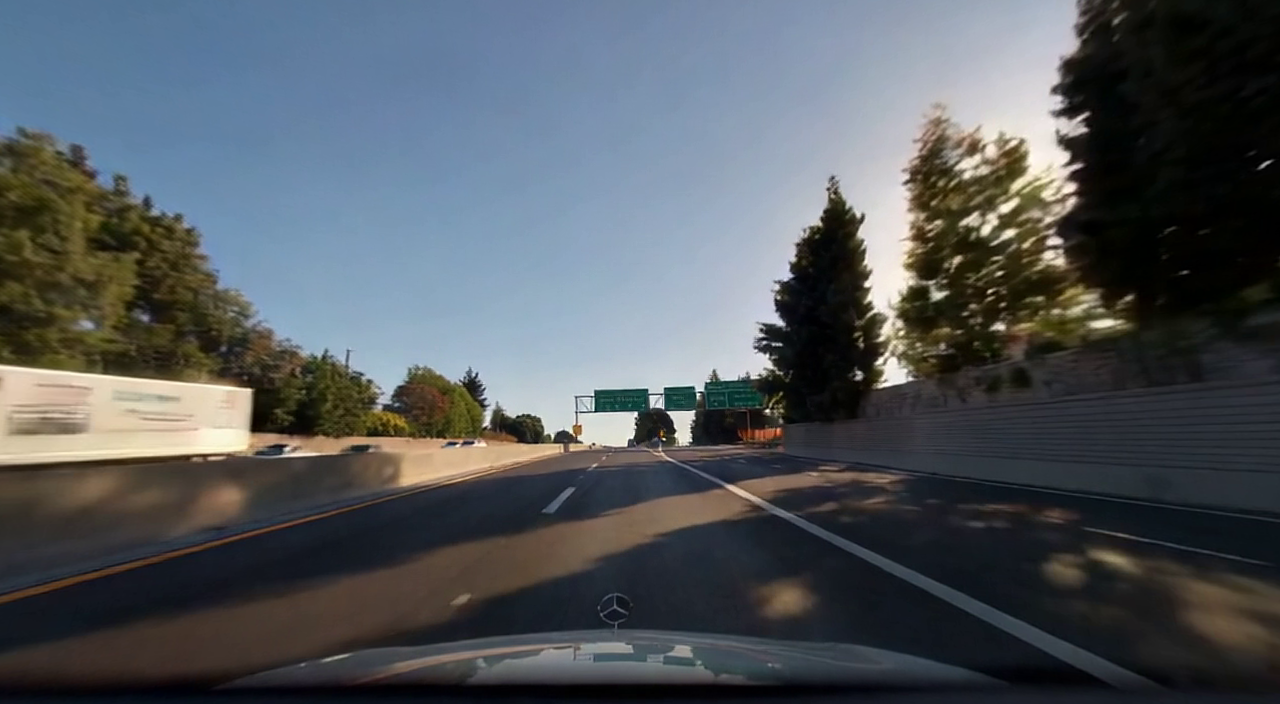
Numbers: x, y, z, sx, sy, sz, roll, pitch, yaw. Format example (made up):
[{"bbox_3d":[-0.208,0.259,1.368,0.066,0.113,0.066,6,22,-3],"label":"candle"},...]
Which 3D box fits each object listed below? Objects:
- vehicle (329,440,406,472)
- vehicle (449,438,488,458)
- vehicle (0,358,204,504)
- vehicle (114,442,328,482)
[{"bbox_3d":[-13.327,5.098,31.123,1.907,1.415,4.576,0,-8,-2],"label":"vehicle"},{"bbox_3d":[-13.428,7.514,49.466,1.954,1.492,4.196,0,-8,-1],"label":"vehicle"},{"bbox_3d":[-17.134,2.122,16.824,2.975,3.541,11.755,0,-8,-2],"label":"vehicle"},{"bbox_3d":[-17.453,4.648,27.575,2.796,1.314,10.381,0,-8,-3],"label":"vehicle"}]
